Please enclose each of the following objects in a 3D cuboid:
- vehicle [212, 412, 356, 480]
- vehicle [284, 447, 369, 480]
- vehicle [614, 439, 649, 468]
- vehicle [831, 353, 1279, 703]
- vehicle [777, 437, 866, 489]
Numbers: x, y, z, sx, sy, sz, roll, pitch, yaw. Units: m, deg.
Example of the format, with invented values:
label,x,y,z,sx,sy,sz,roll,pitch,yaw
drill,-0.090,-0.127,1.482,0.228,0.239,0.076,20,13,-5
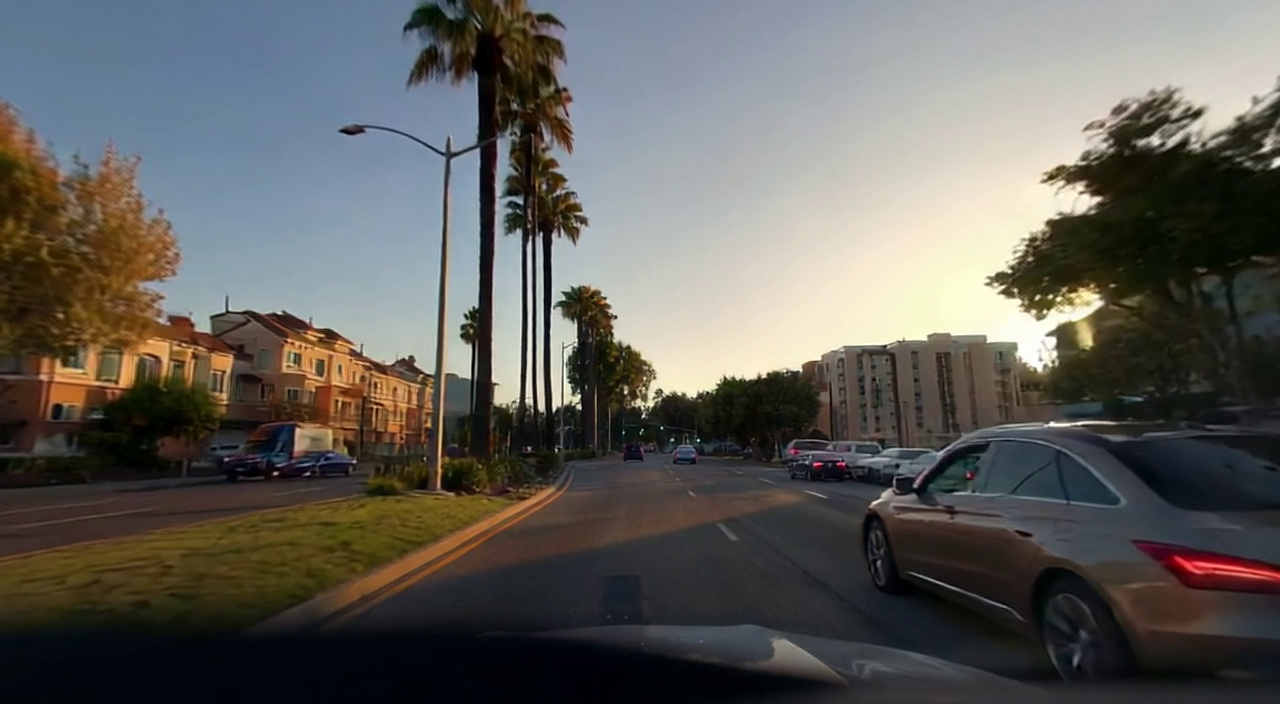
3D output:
label,x,y,z,sx,sy,sz,roll,pitch,yaw
vehicle,-18.988,5.159,34.478,2.933,3.159,8.124,-2,-9,2
vehicle,-15.482,5.506,31.414,1.783,1.477,4.624,0,-9,1
vehicle,-0.541,6.446,40.229,2.087,1.709,4.076,0,-9,0
vehicle,2.973,1.133,4.208,2.009,1.639,4.267,0,-9,-1
vehicle,6.393,3.944,22.717,1.858,1.653,4.194,0,-9,-1
